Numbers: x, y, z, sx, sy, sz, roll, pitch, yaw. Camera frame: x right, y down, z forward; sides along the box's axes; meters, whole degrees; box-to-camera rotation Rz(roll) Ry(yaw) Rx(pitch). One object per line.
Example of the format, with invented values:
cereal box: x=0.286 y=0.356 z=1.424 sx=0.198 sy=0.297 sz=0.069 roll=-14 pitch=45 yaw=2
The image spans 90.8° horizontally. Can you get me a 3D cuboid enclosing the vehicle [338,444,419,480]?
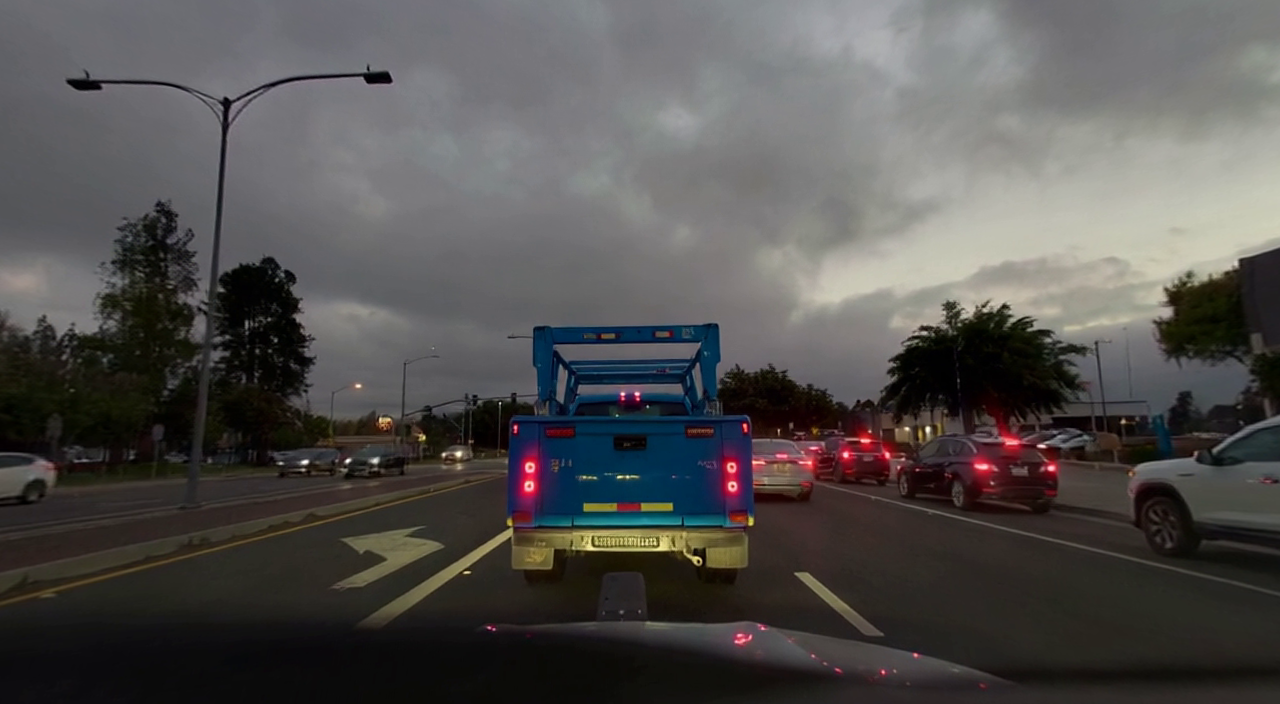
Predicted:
vehicle: x=-12.457 y=5.230 z=30.437 sx=1.928 sy=1.591 sz=4.509 roll=0 pitch=-9 yaw=0

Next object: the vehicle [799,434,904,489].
vehicle: x=7.062 y=3.700 z=21.613 sx=1.953 sy=1.665 sz=4.327 roll=0 pitch=-9 yaw=-2

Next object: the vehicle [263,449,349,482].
vehicle: x=-16.052 y=5.455 z=30.622 sx=1.805 sy=1.466 sz=4.341 roll=0 pitch=-9 yaw=0

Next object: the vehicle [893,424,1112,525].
vehicle: x=7.067 y=2.413 z=12.981 sx=1.931 sy=1.692 sz=4.267 roll=0 pitch=-9 yaw=0

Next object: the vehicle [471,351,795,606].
vehicle: x=-0.106 y=1.464 z=8.198 sx=2.682 sy=2.117 sz=5.706 roll=0 pitch=-9 yaw=-1

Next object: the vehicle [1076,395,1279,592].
vehicle: x=6.815 y=1.329 z=6.044 sx=2.023 sy=1.771 sz=4.488 roll=0 pitch=-9 yaw=0
